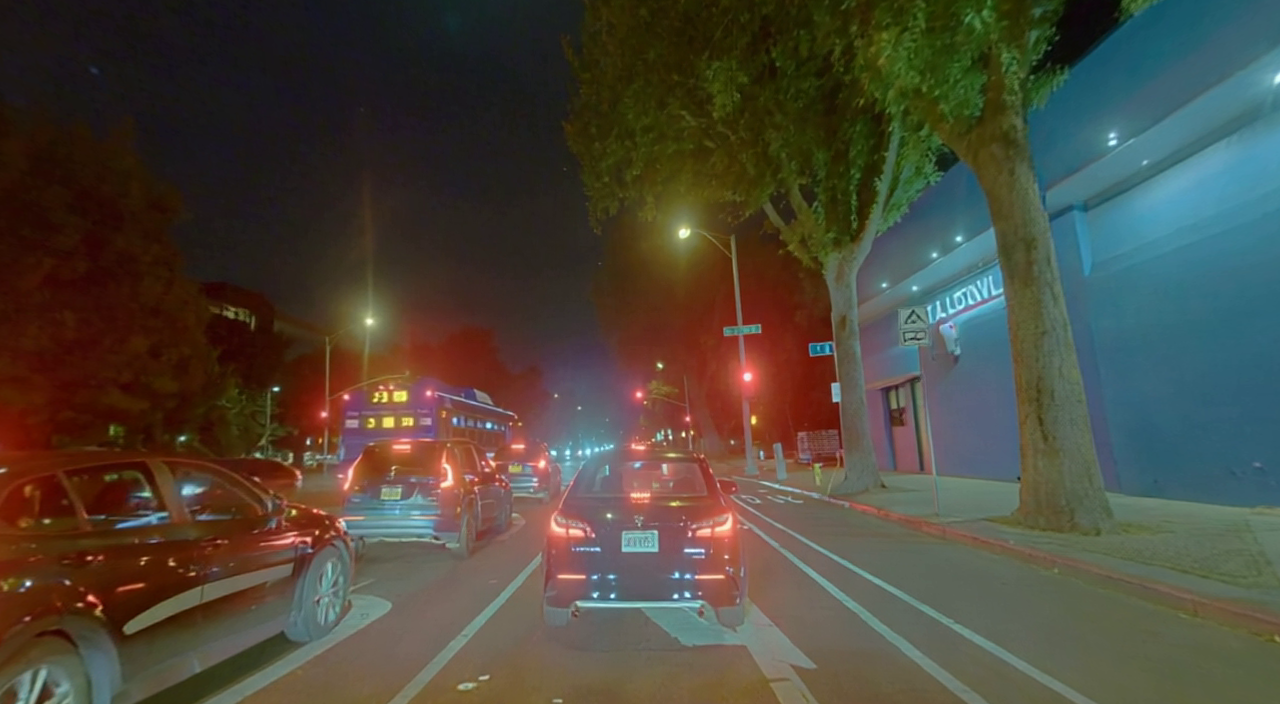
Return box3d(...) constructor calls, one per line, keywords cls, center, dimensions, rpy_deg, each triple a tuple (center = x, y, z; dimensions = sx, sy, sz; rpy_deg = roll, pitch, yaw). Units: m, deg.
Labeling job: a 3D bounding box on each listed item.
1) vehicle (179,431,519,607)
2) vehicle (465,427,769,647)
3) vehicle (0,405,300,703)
box3d(cls="vehicle", center=(-2.917, 1.749, 7.645), dimensions=(1.944, 1.481, 4.385), rpy_deg=(0, -8, 1))
box3d(cls="vehicle", center=(-0.144, 1.523, 6.178), dimensions=(2.031, 1.461, 3.763), rpy_deg=(0, -8, 0))
box3d(cls="vehicle", center=(-3.176, 0.868, 1.728), dimensions=(1.867, 1.486, 4.452), rpy_deg=(0, -8, 2))
